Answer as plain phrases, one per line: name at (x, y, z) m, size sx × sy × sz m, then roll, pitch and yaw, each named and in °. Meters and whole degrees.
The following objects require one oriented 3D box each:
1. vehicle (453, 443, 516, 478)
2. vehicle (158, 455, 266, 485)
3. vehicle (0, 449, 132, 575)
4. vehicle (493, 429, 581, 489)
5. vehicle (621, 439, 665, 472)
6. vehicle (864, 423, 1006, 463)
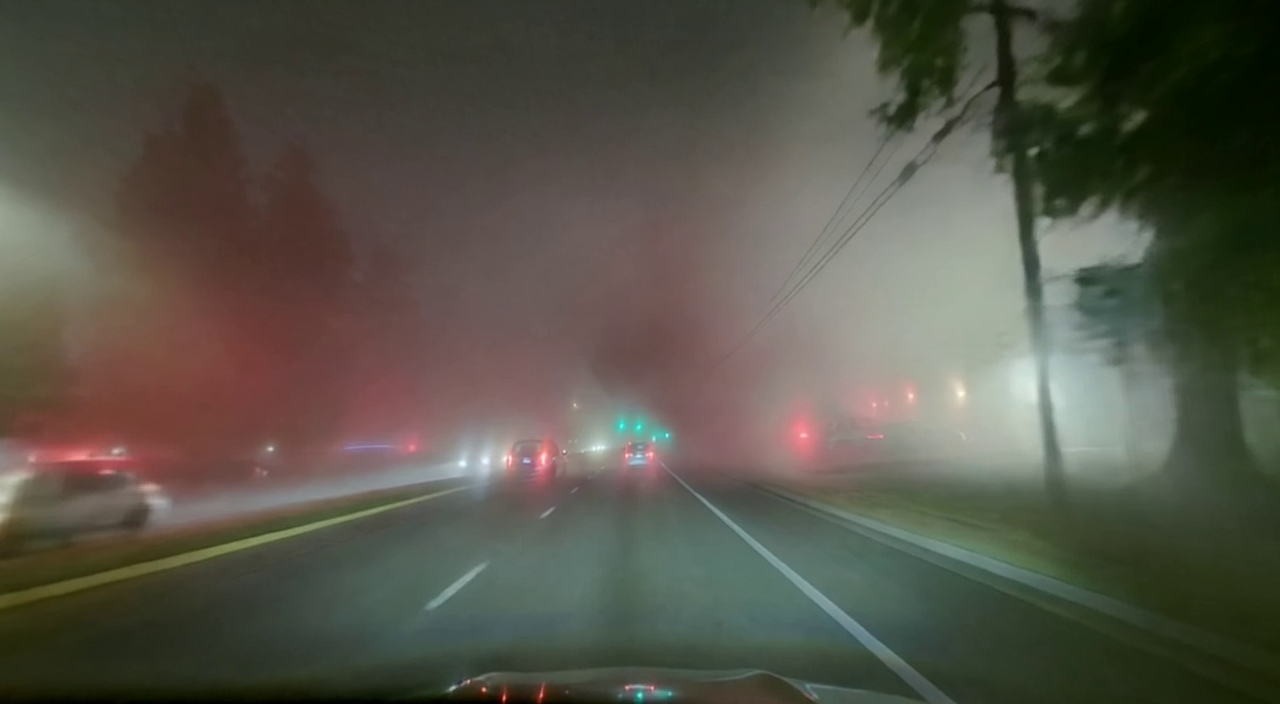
vehicle at (-7.873, 5.524, 32.439) m, size 1.983 × 1.538 × 4.575 m, roll -3°, pitch -8°, yaw 1°
vehicle at (-22.775, 6.282, 33.749) m, size 4.370 × 1.496 × 1.887 m, roll 0°, pitch -8°, yaw -3°
vehicle at (-8.996, 2.017, 7.754) m, size 2.192 × 1.516 × 3.995 m, roll -2°, pitch -8°, yaw 0°
vehicle at (-3.272, 3.521, 21.097) m, size 2.157 × 1.771 × 4.452 m, roll 0°, pitch -8°, yaw 0°
vehicle at (0.124, 5.129, 31.648) m, size 2.062 × 1.518 × 3.901 m, roll 0°, pitch -8°, yaw 0°
vehicle at (11.339, 3.544, 24.532) m, size 4.573 × 1.461 × 1.867 m, roll 0°, pitch -8°, yaw 0°
